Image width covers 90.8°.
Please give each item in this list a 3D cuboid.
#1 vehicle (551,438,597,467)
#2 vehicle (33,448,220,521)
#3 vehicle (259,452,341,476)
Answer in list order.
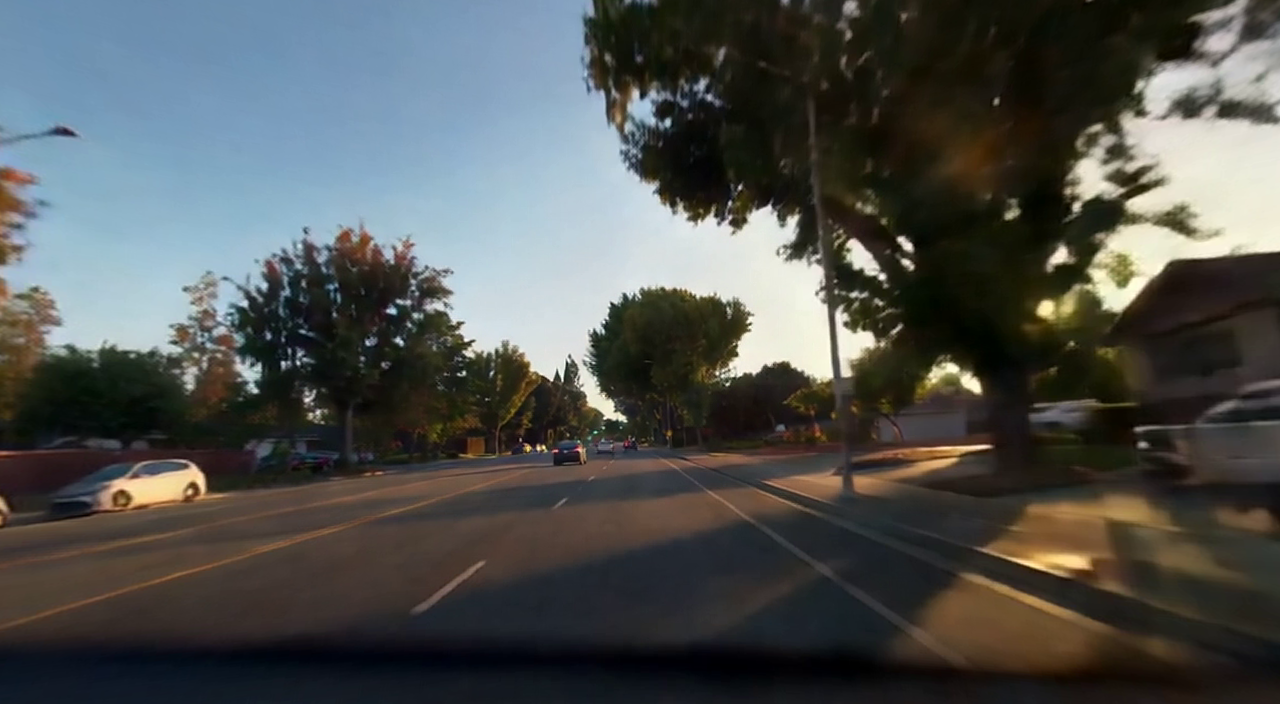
[{"bbox_3d":[-3.513,5.482,34.558,2.030,1.467,4.251,0,-8,0],"label":"vehicle"},{"bbox_3d":[-15.752,4.017,19.801,2.050,1.784,4.577,-3,-8,0],"label":"vehicle"},{"bbox_3d":[-22.300,7.352,41.534,4.252,1.458,1.915,0,-8,1],"label":"vehicle"}]
